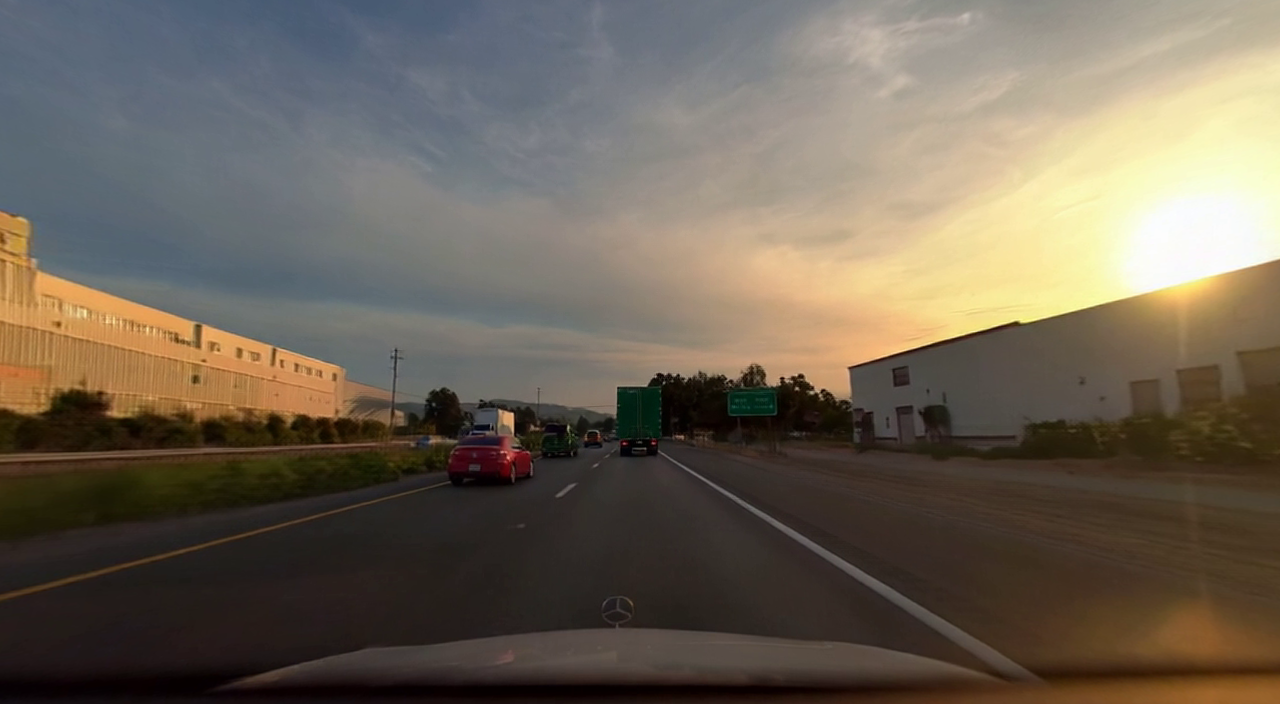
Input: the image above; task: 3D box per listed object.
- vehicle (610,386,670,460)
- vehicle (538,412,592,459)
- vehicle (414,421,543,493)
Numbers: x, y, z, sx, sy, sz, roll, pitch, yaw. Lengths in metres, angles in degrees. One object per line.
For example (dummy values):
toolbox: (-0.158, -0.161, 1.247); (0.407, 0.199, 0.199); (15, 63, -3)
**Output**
vehicle: (-0.127, 4.593, 39.875); (3.259, 4.066, 9.891); (0, -8, -2)
vehicle: (-4.617, 5.338, 40.102); (2.717, 2.714, 6.997); (0, -8, -2)
vehicle: (-4.060, 2.731, 16.885); (2.005, 1.602, 5.131); (0, -8, 1)
